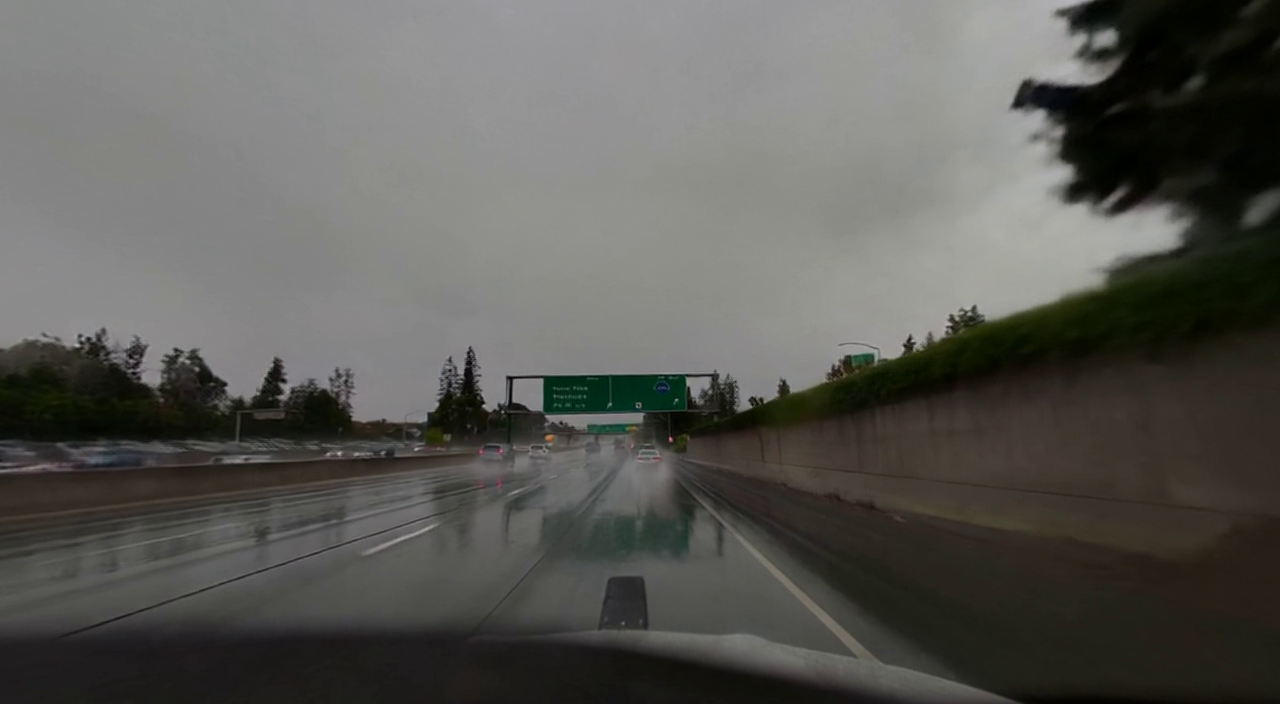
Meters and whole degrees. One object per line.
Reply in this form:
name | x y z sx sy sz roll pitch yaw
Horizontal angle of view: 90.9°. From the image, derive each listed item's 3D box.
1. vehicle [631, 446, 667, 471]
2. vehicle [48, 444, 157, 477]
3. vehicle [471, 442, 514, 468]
vehicle | 0.563 6.577 39.256 2.137 1.461 3.999 0 -8 0
vehicle | -34.149 6.876 40.351 2.186 1.879 5.891 1 -8 -6
vehicle | -9.851 6.901 42.421 1.954 1.605 4.023 0 -8 -1
